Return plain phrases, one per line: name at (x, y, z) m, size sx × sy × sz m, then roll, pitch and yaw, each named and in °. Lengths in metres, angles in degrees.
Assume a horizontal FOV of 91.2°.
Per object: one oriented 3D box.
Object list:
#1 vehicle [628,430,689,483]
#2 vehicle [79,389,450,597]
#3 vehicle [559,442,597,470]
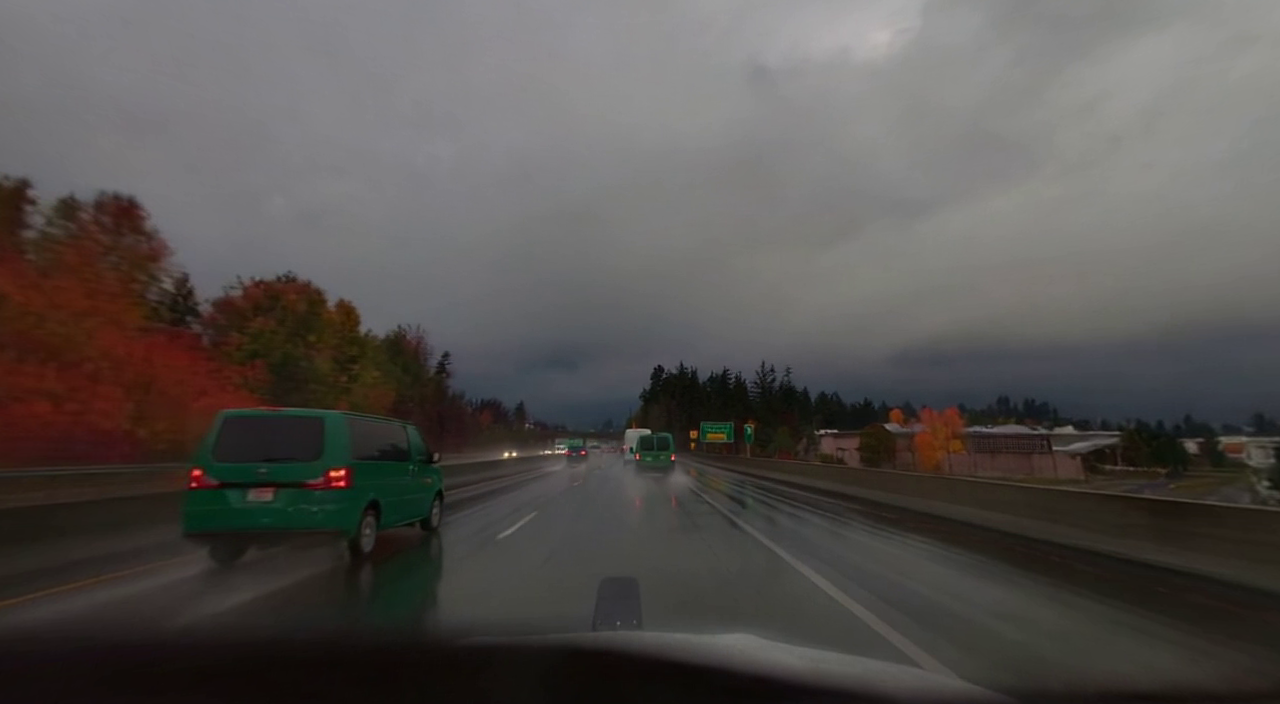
vehicle at (0.648, 4.279, 25.825) m, size 2.179 × 1.930 × 4.538 m, roll 0°, pitch -9°, yaw -2°
vehicle at (-3.865, 1.523, 7.481) m, size 2.021 × 1.790 × 3.907 m, roll 0°, pitch -9°, yaw -1°
vehicle at (-4.013, 6.779, 40.948) m, size 2.088 × 1.688 × 4.365 m, roll 0°, pitch -9°, yaw -1°
